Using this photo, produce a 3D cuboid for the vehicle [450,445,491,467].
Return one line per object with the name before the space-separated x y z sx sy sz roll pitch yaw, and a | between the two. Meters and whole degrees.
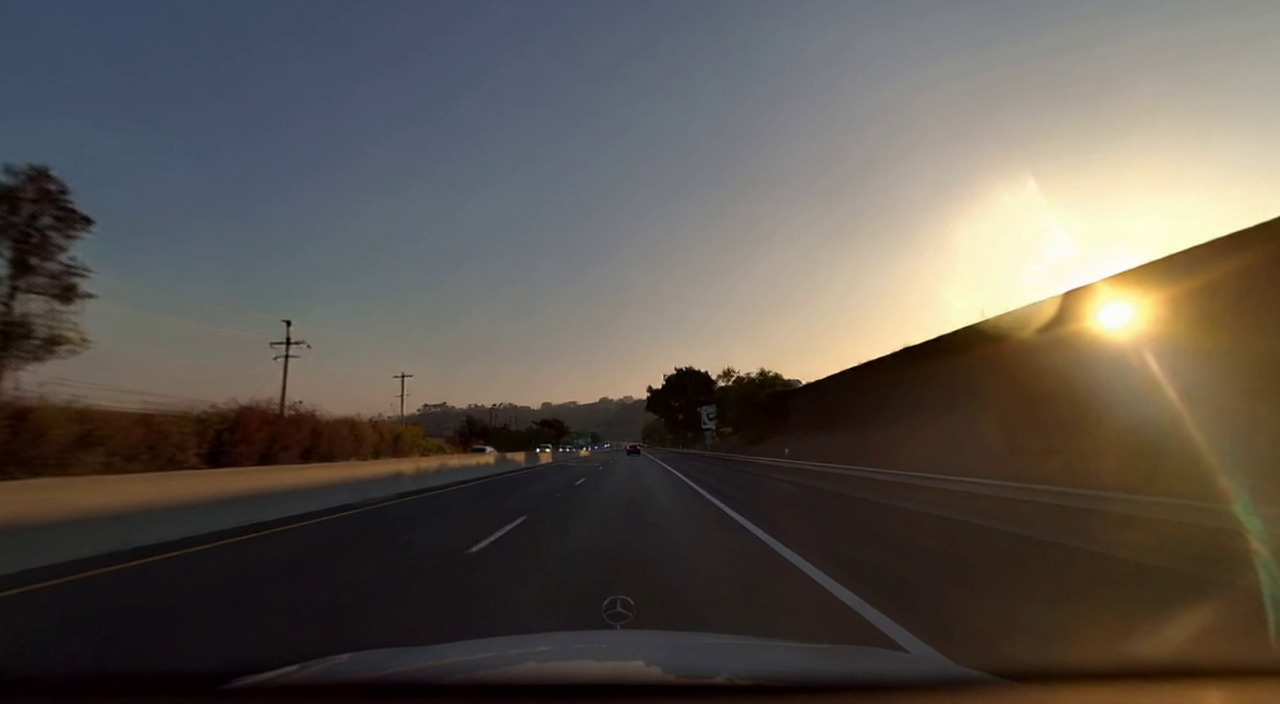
vehicle | -13.178 8.084 48.929 1.897 1.568 4.209 -1 -9 1
